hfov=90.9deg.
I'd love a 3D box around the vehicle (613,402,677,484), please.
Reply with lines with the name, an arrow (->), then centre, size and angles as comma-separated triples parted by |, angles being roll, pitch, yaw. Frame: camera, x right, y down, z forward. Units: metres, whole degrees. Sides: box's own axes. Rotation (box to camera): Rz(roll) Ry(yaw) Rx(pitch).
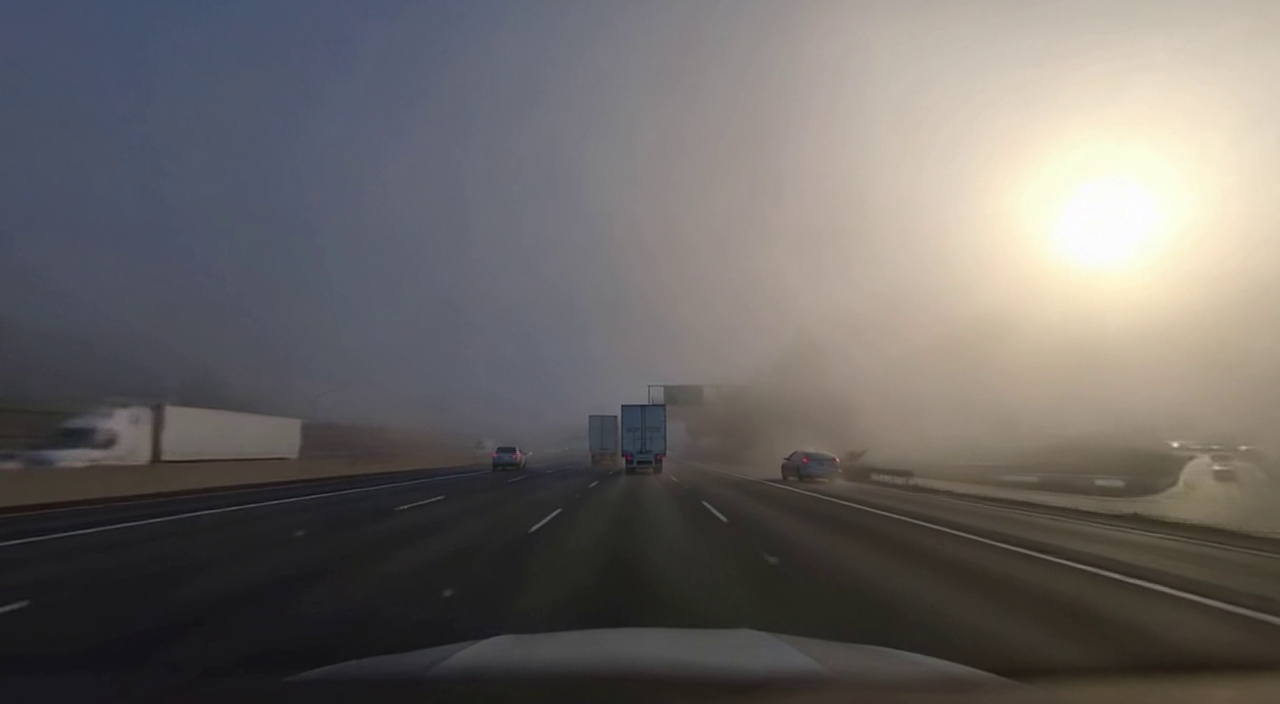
vehicle -> 0.174, 5.103, 36.967 | 3.054, 3.944, 11.230 | -2, -6, -1

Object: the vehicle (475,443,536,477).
vehicle -> -6.726, 5.430, 31.978 | 1.992, 1.547, 4.673 | 0, -8, 1

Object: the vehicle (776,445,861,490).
vehicle -> 6.819, 4.424, 24.583 | 1.969, 1.560, 4.394 | 0, -8, -1

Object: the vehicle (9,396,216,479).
vehicle -> -25.435, 4.243, 31.205 | 3.022, 3.551, 8.023 | -1, -8, 2
